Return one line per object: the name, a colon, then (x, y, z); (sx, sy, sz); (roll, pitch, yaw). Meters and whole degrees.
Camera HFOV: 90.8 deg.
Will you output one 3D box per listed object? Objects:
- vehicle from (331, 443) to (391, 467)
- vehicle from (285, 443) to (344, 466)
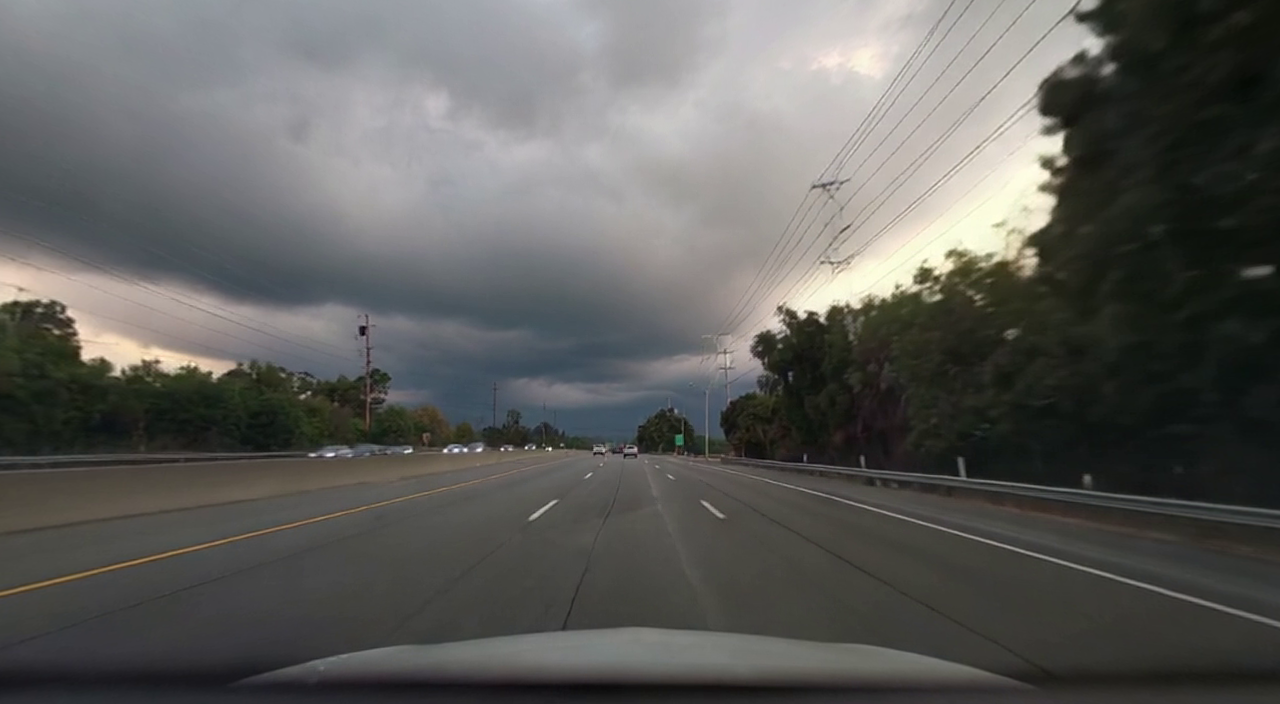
vehicle: (-18.490, 6.826, 42.093); (2.002, 1.487, 4.509); (0, -8, -1)
vehicle: (-22.140, 6.959, 43.148); (1.826, 1.487, 4.146); (0, -8, -1)
